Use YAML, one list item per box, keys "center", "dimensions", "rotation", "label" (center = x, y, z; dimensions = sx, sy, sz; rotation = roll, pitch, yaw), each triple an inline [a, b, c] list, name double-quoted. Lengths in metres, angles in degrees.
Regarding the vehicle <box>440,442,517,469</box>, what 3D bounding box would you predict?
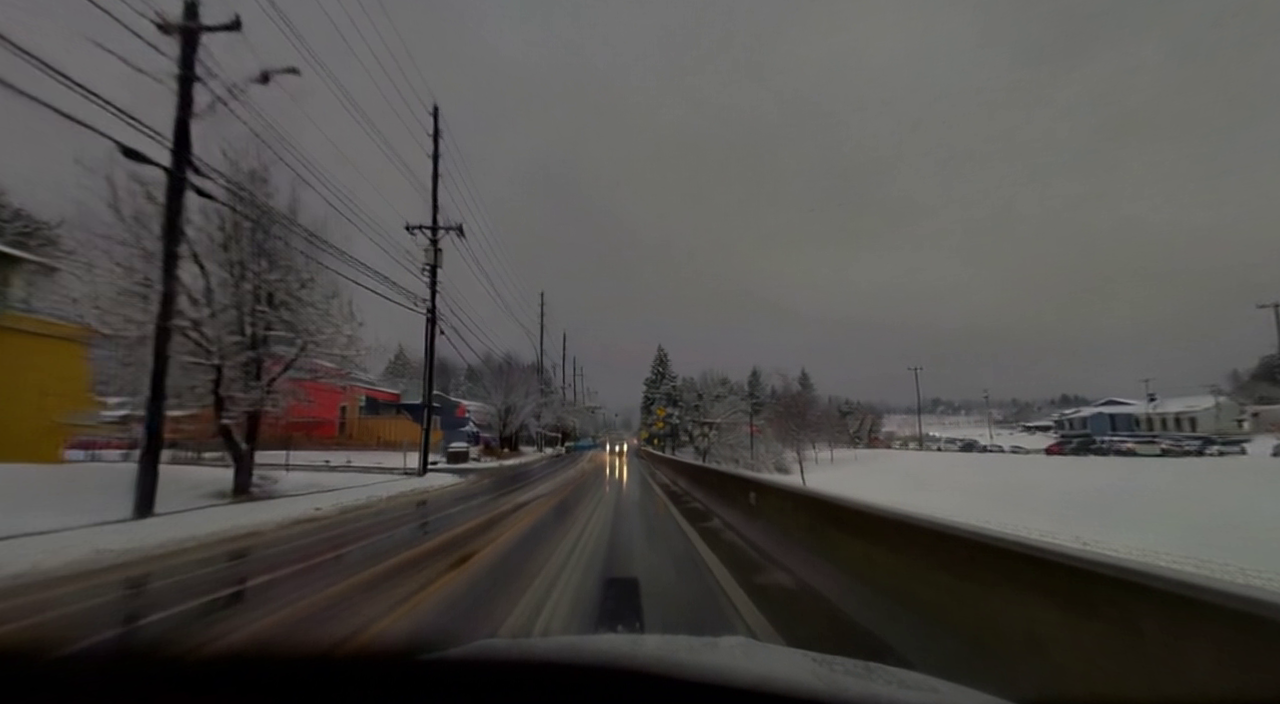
- center: [-10.689, 6.862, 42.034]
  dimensions: [4.500, 1.674, 1.915]
  rotation: [8, -12, -42]
  label: "vehicle"
